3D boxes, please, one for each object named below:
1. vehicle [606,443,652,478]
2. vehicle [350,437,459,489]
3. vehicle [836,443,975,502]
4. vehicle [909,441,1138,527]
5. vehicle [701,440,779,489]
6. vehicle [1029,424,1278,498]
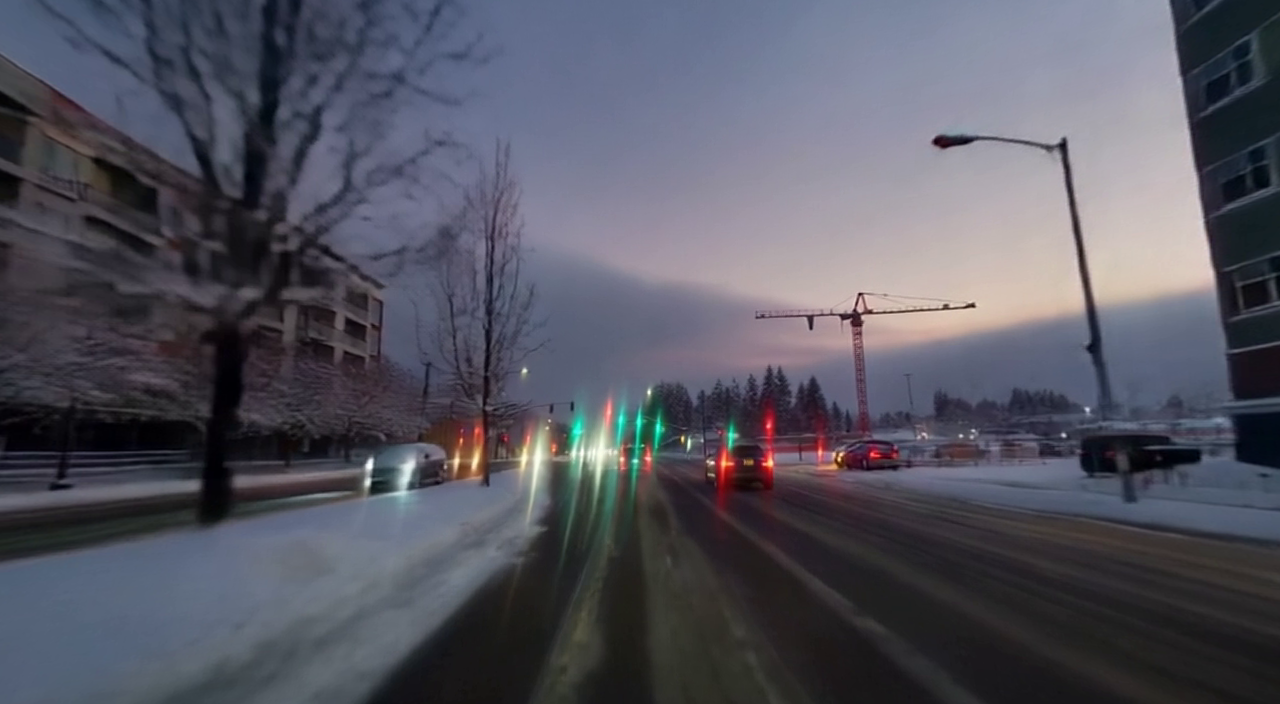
[{"bbox_3d":[-0.481,4.952,29.146,2.006,1.487,3.535,0,-9,0],"label":"vehicle"},{"bbox_3d":[-8.062,3.843,22.172,2.072,1.623,4.564,0,-9,0],"label":"vehicle"},{"bbox_3d":[7.407,3.385,18.212,1.893,1.455,4.571,0,-9,-2],"label":"vehicle"},{"bbox_3d":[7.570,2.622,13.180,1.883,1.452,4.598,0,-9,0],"label":"vehicle"},{"bbox_3d":[3.275,3.781,21.527,1.910,1.474,4.003,0,-9,-1],"label":"vehicle"},{"bbox_3d":[13.067,2.801,16.353,4.622,1.761,1.986,0,-9,1],"label":"vehicle"}]
